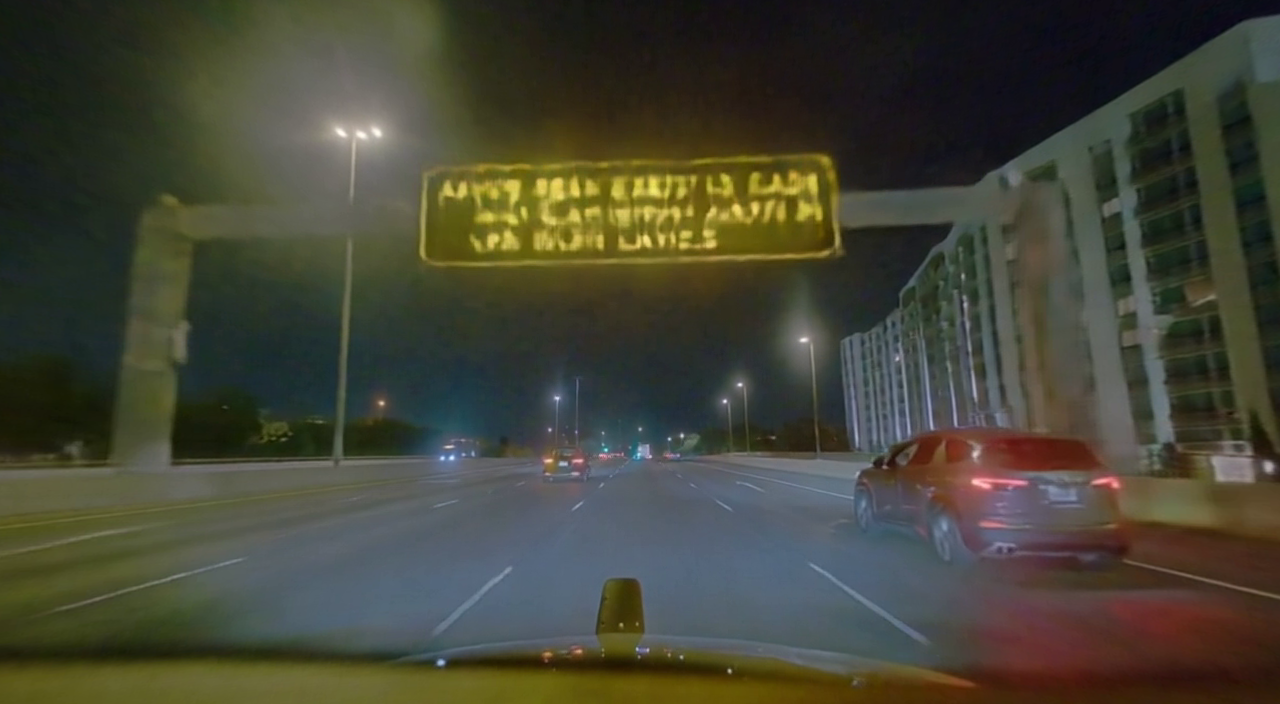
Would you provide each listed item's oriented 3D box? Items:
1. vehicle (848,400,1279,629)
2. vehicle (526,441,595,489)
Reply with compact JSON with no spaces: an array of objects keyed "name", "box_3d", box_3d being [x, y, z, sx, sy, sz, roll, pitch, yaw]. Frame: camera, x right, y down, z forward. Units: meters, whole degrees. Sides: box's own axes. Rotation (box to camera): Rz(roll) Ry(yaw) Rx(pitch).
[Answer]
[{"name":"vehicle","box_3d":[4.282,1.596,7.211,2.170,1.733,4.631,0,-9,0]},{"name":"vehicle","box_3d":[-3.095,4.533,25.558,2.075,1.721,4.763,0,-9,1]}]
